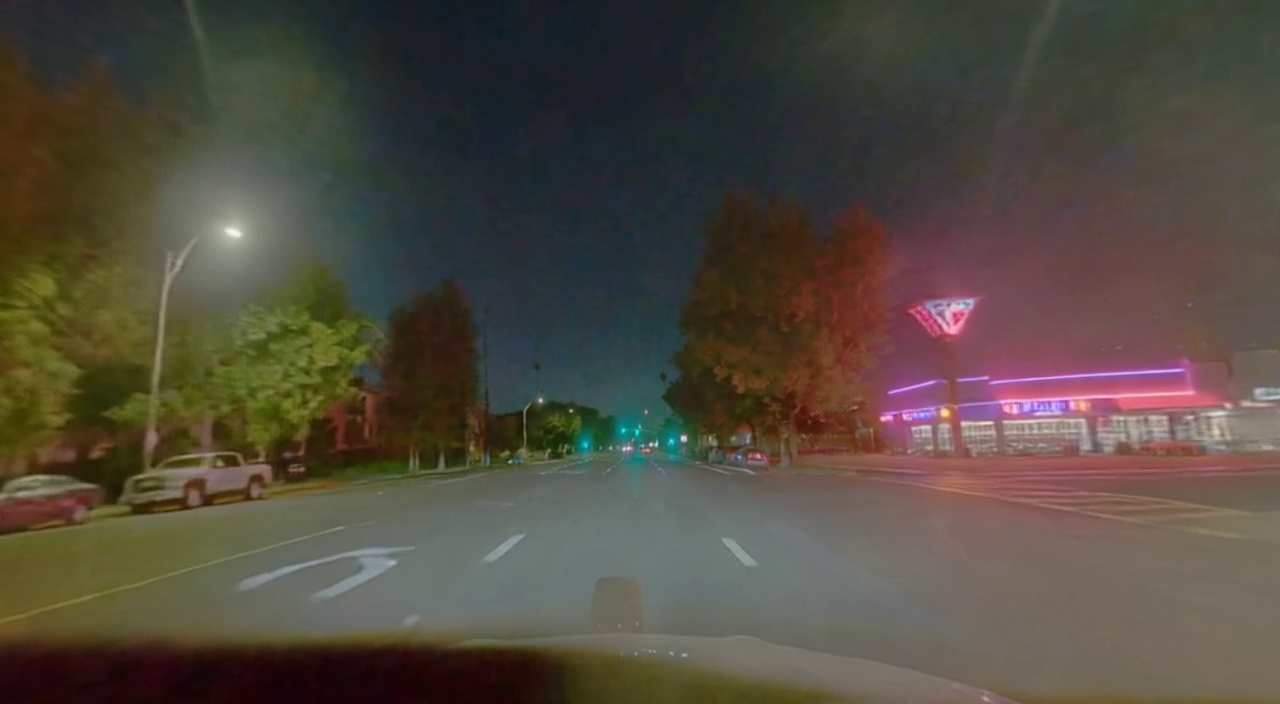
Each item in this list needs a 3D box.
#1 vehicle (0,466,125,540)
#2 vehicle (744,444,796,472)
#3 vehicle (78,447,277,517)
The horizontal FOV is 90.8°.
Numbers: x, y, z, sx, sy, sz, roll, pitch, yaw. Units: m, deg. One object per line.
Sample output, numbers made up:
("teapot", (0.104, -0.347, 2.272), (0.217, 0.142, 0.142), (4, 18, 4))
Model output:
("vehicle", (-14.798, 3.447, 14.485), (2.106, 1.479, 4.541), (0, -9, 1))
("vehicle", (7.360, 6.061, 36.221), (2.057, 1.478, 4.356), (0, -9, 0))
("vehicle", (-14.724, 4.123, 20.759), (2.164, 1.933, 5.804), (0, -9, 0))
